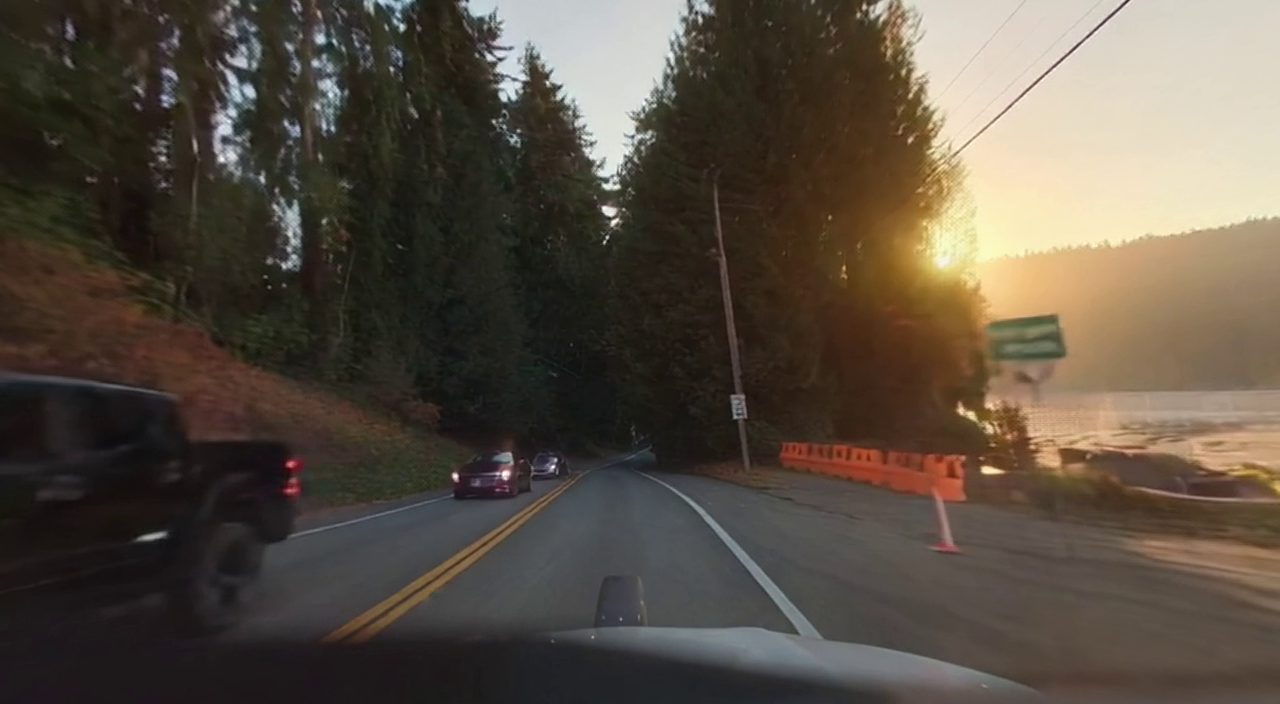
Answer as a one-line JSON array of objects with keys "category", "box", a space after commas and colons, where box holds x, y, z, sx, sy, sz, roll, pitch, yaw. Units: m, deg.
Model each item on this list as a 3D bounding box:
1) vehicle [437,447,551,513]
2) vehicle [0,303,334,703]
[{"category": "vehicle", "box": [-3.568, 3.191, 16.302, 2.032, 1.444, 4.164, 0, -8, -1]}, {"category": "vehicle", "box": [-3.927, 0.823, 3.093, 2.221, 1.969, 5.153, 0, -8, 0]}]
